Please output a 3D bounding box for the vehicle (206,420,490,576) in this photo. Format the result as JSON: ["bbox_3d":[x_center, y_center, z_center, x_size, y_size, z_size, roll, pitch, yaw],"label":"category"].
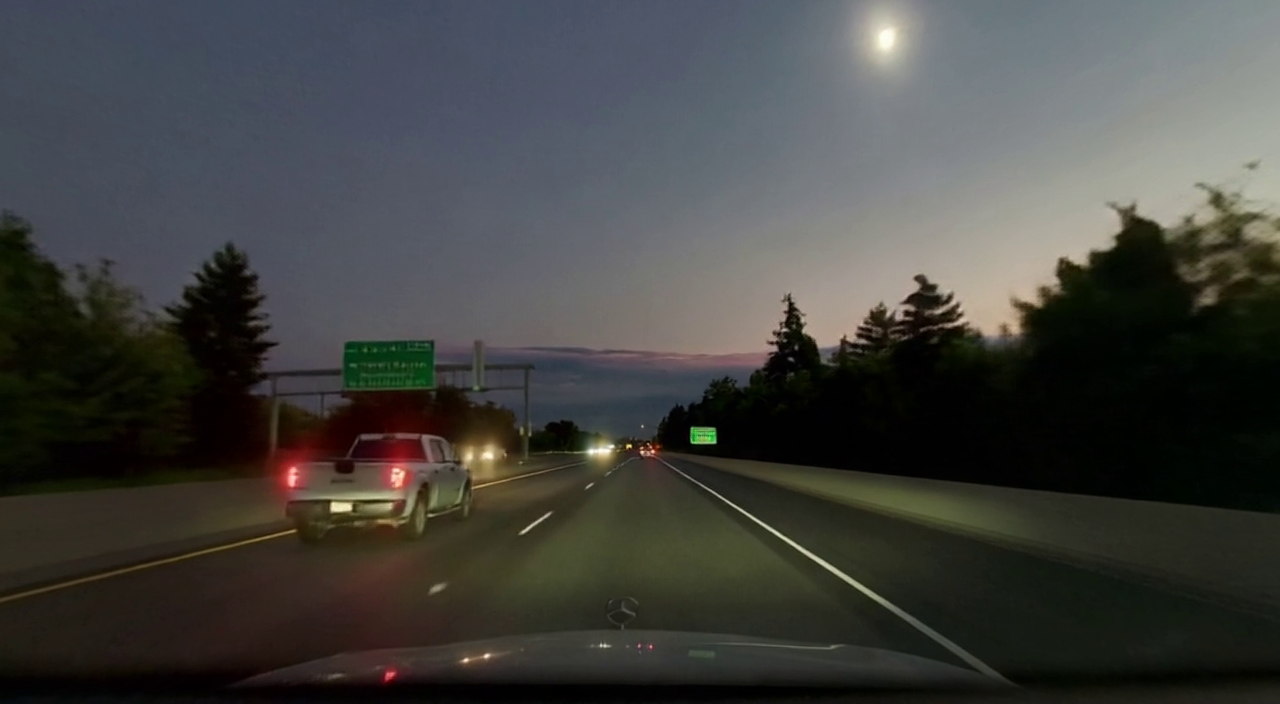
[{"bbox_3d":[-3.594,1.863,8.766,2.009,1.638,3.968,0,-9,0],"label":"vehicle"}]
